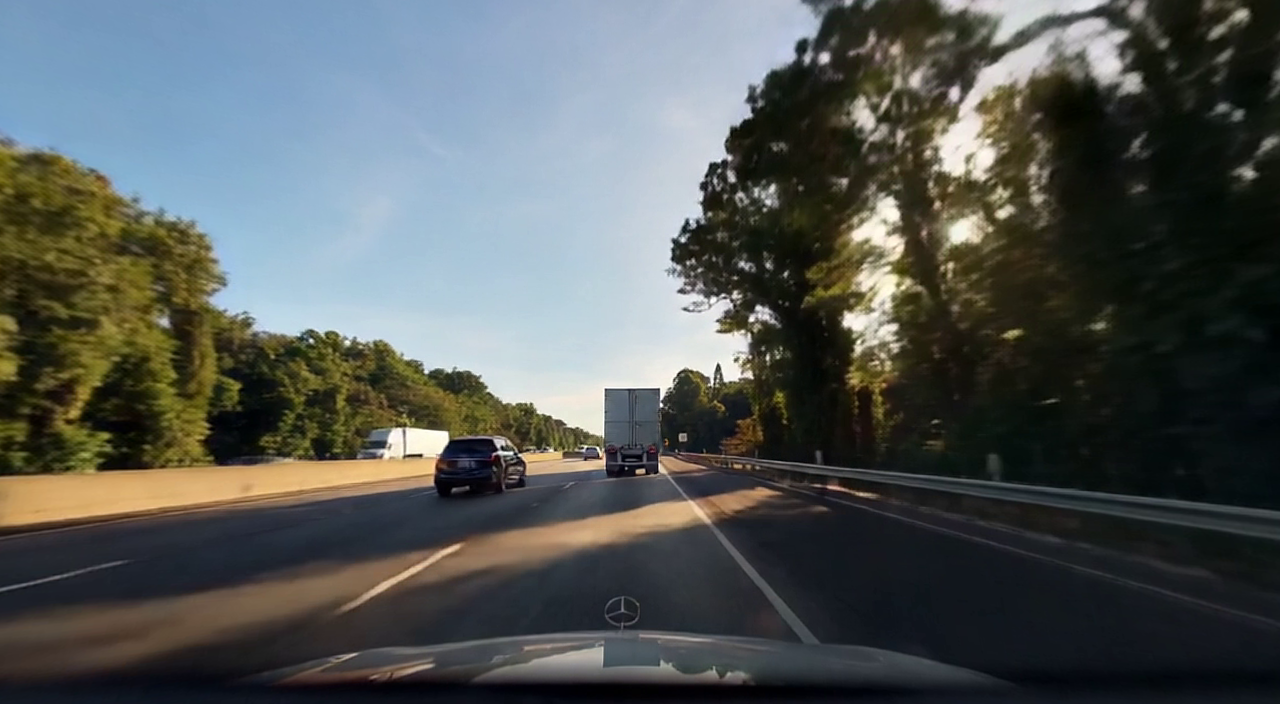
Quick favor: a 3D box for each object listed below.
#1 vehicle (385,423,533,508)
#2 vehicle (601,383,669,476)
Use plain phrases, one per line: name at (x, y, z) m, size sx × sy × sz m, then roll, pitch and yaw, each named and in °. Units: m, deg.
vehicle at (-4.380, 2.852, 16.311) m, size 2.285 × 1.833 × 4.984 m, roll 0°, pitch -8°, yaw 1°
vehicle at (-0.246, 4.292, 33.974) m, size 3.052 × 4.132 × 11.336 m, roll 0°, pitch -8°, yaw 0°
